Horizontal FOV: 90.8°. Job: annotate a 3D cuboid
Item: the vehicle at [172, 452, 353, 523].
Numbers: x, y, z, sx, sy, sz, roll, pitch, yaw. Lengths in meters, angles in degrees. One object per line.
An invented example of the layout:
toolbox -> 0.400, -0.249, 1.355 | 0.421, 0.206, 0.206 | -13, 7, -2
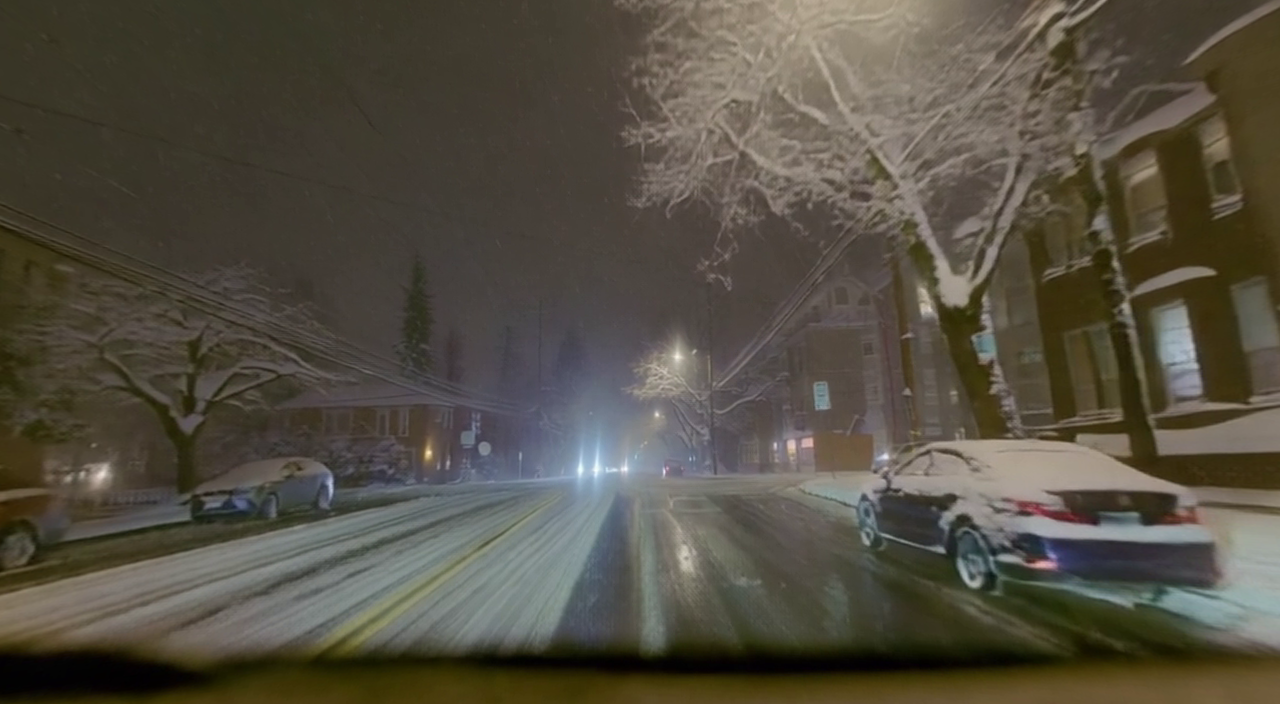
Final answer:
vehicle -> -9.453, 3.382, 16.408 | 2.000, 1.495, 4.687 | 0, -8, -3

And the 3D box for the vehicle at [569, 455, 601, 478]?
vehicle -> -4.187, 8.821, 48.824 | 2.108, 1.651, 4.176 | 0, -8, -1

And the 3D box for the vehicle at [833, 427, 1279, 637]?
vehicle -> 3.820, 1.628, 6.908 | 1.946, 1.468, 4.721 | 0, -8, 0

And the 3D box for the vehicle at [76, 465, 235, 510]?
vehicle -> -17.916, 5.007, 23.531 | 4.285, 1.518, 1.962 | 0, -8, 1
